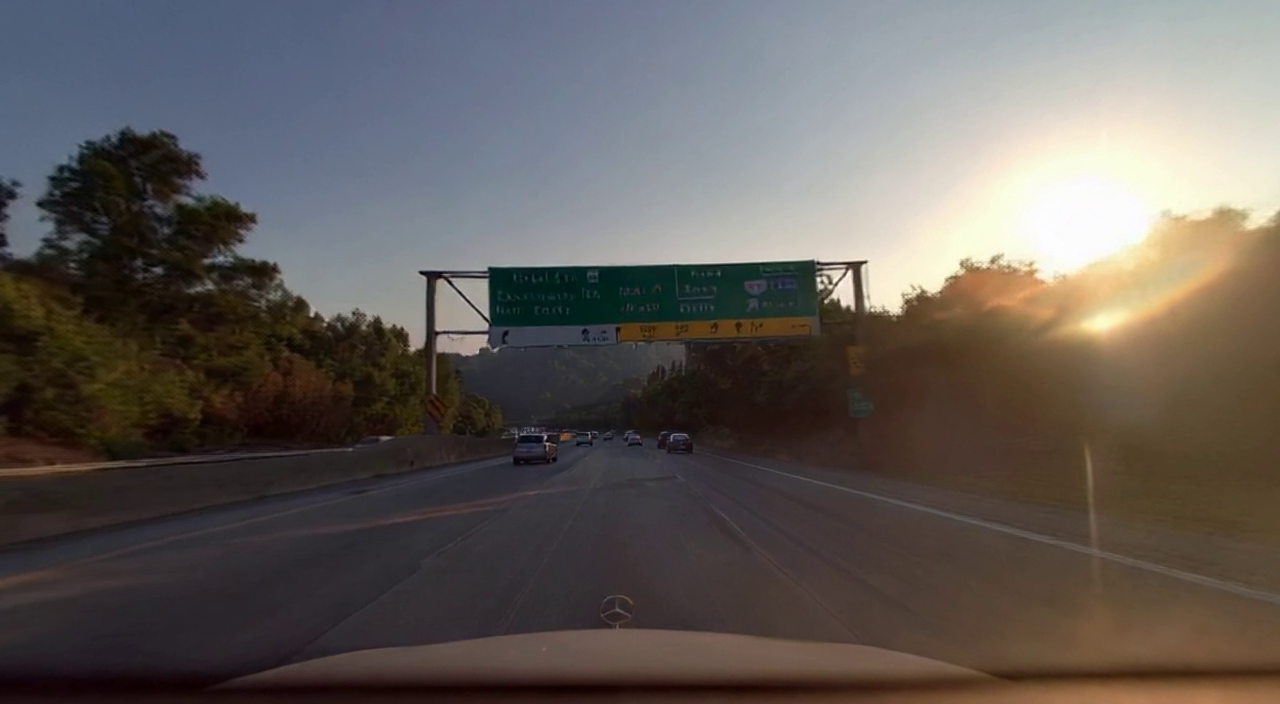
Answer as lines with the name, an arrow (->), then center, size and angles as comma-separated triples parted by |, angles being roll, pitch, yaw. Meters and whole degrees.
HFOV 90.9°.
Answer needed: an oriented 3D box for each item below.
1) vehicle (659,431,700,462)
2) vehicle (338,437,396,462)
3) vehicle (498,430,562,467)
vehicle -> 1.942, 4.751, 31.898 | 1.869, 1.466, 3.356 | 0, -7, 0
vehicle -> -16.973, 6.074, 39.389 | 1.790, 1.453, 4.155 | 0, -8, -1
vehicle -> -4.770, 4.238, 28.060 | 2.023, 1.512, 4.804 | 0, -7, 0
